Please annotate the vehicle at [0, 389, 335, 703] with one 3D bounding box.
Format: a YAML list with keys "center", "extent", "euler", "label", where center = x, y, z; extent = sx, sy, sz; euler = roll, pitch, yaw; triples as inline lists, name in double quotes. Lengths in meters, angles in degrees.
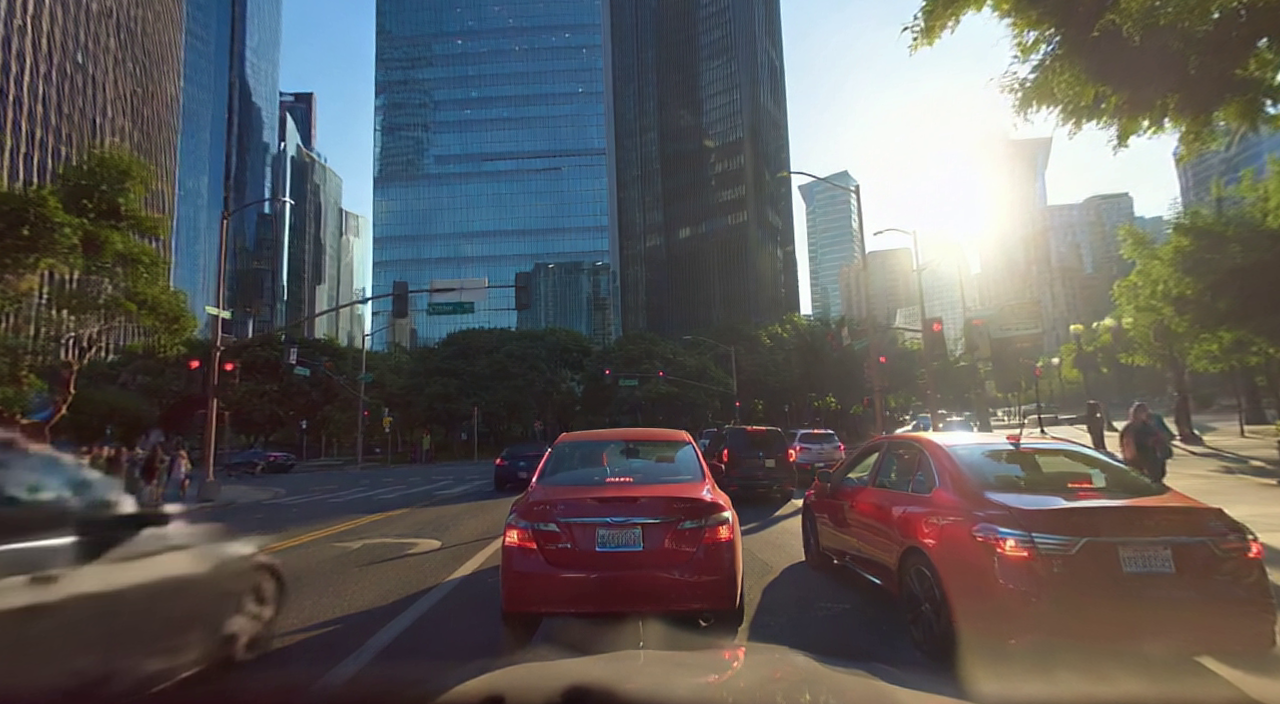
- center: [-3.299, 0.919, 2.406]
  extent: [2.068, 1.513, 4.221]
  euler: [0, -8, 1]
  label: "vehicle"

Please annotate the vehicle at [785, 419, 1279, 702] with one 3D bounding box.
- center: [2.751, 1.398, 5.428]
  extent: [1.952, 1.464, 4.165]
  euler: [0, -8, -1]
  label: "vehicle"

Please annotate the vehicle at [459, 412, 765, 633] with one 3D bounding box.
- center: [-0.265, 1.460, 6.386]
  extent: [2.072, 1.476, 4.078]
  euler: [0, -8, -2]
  label: "vehicle"
